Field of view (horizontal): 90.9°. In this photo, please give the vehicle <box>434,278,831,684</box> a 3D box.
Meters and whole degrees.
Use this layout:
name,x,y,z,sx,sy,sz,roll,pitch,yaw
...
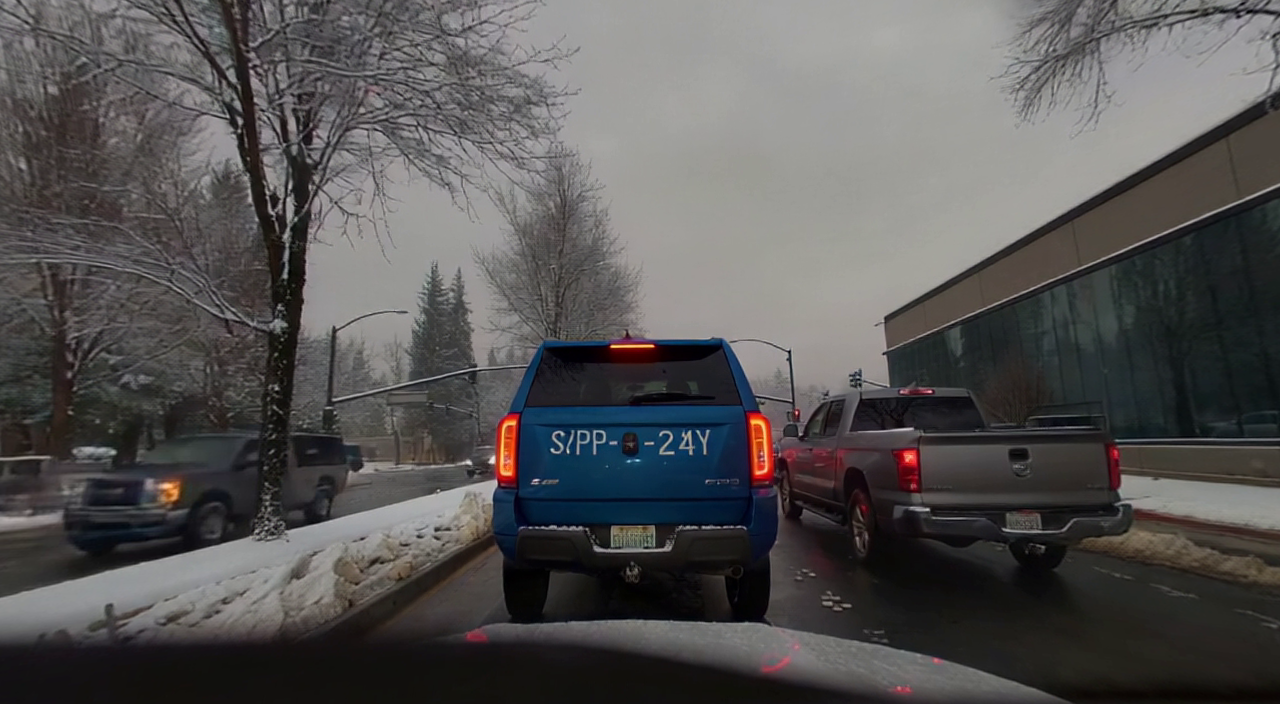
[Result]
name,x,y,z,sx,sy,sz,roll,pitch,yaw
vehicle,0.011,1.035,5.936,2.267,2.372,4.366,0,-8,2

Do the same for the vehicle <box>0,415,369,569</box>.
name,x,y,z,sx,sy,sz,roll,pitch,yaw
vehicle,-9.067,2.761,13.757,2.873,2.199,8.099,-4,-8,-1

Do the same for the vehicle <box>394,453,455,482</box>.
name,x,y,z,sx,sy,sz,roll,pitch,yaw
vehicle,-15.241,8.151,44.937,2.214,1.815,5.613,0,-8,2

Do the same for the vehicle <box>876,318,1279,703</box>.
name,x,y,z,sx,sy,sz,roll,pitch,yaw
vehicle,3.081,0.982,3.470,2.022,1.700,4.410,0,-8,3
